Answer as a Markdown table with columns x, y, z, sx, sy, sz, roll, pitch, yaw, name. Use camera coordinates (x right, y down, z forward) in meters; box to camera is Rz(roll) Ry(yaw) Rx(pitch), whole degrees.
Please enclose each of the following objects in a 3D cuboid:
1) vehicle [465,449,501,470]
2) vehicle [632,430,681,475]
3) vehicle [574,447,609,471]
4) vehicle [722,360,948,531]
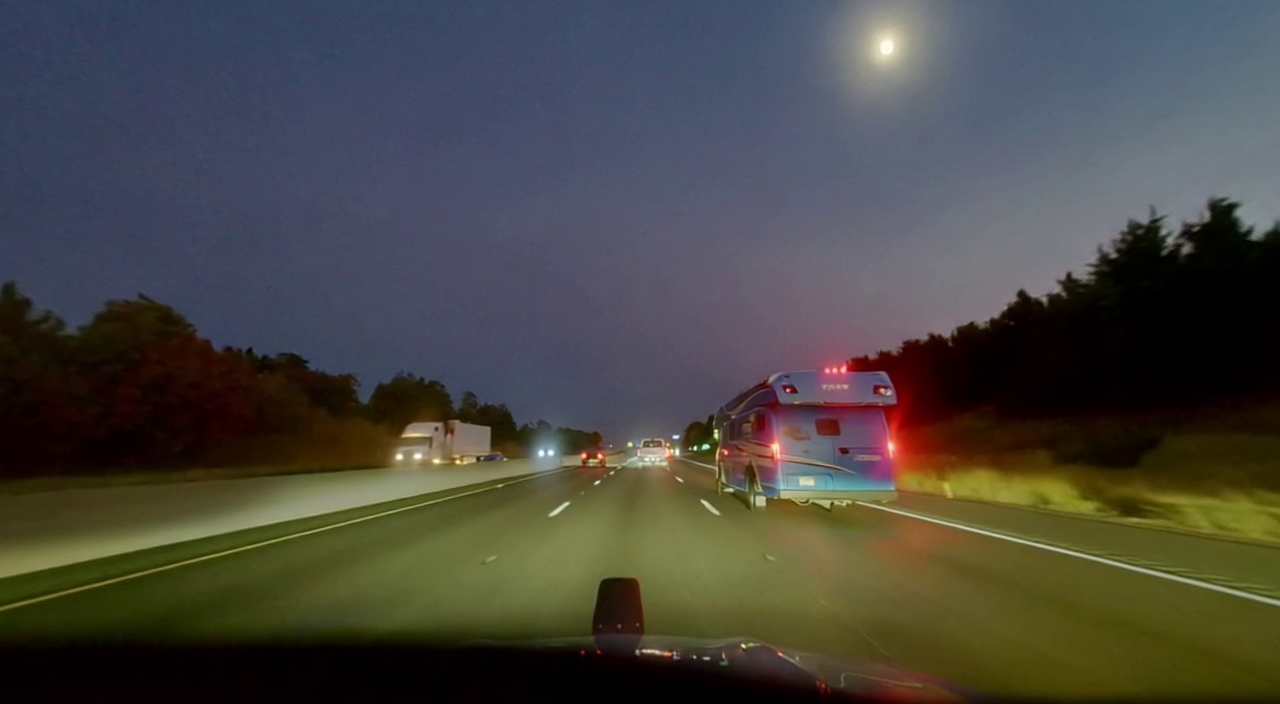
| x | y | z | sx | sy | sz | roll | pitch | yaw | name |
| --- | --- | --- | --- | --- | --- | --- | --- | --- | --- |
| -11.381 | 7.808 | 45.843 | 1.642 | 1.440 | 3.574 | -1 | -9 | 1 | vehicle |
| 0.848 | 5.629 | 35.314 | 2.524 | 2.310 | 4.986 | 0 | -9 | 0 | vehicle |
| -3.306 | 7.367 | 43.659 | 1.959 | 1.502 | 4.559 | 0 | -9 | 1 | vehicle |
| 3.785 | 2.128 | 14.438 | 2.607 | 2.910 | 7.252 | 0 | -9 | -2 | vehicle |
